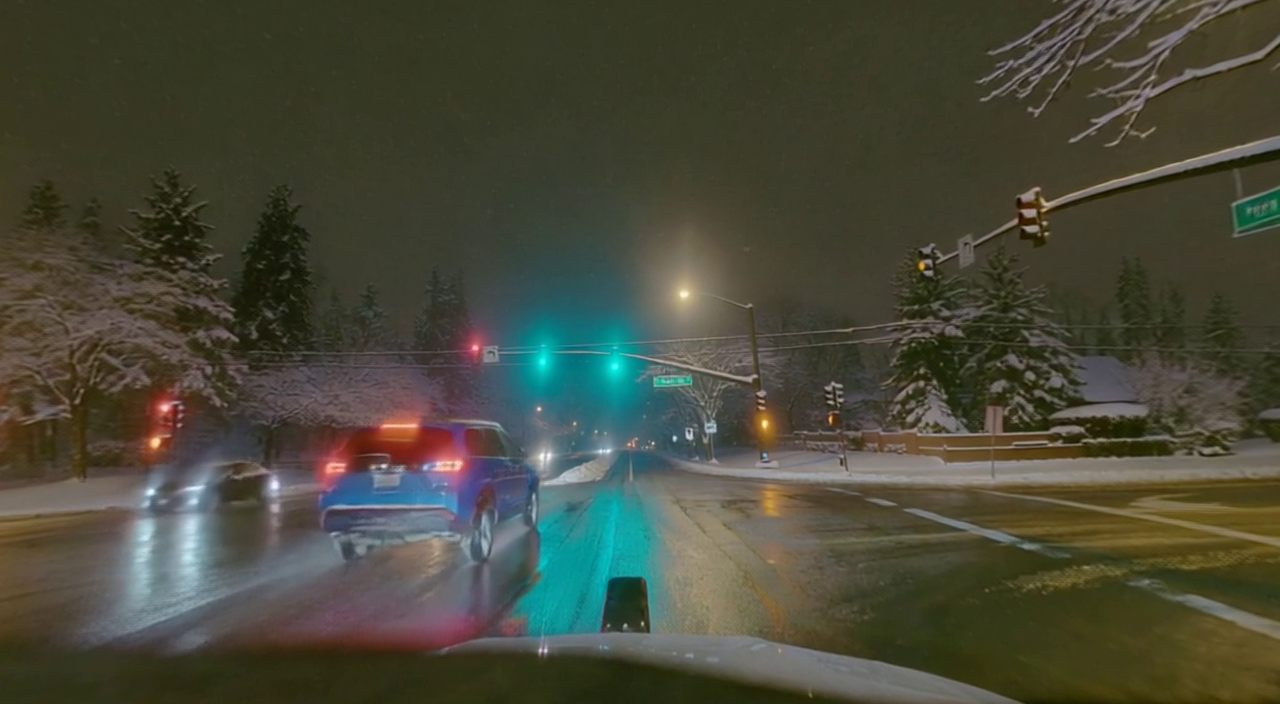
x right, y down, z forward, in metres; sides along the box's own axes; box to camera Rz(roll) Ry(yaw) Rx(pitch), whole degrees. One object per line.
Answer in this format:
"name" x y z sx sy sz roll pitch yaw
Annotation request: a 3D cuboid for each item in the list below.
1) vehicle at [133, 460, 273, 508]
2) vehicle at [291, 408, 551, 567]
"vehicle" -16.030 4.829 23.478 2.028 1.455 4.421 -1 -8 1
"vehicle" -2.839 1.876 9.517 2.123 1.799 4.425 -1 -8 3
